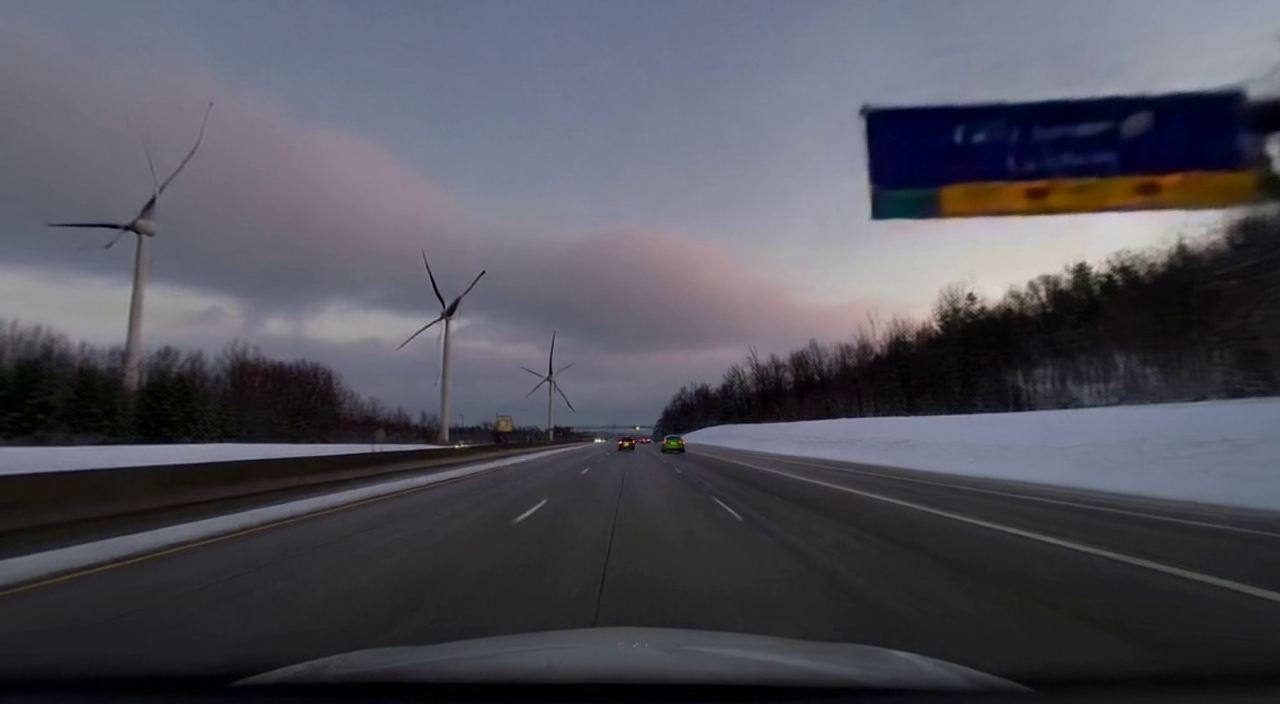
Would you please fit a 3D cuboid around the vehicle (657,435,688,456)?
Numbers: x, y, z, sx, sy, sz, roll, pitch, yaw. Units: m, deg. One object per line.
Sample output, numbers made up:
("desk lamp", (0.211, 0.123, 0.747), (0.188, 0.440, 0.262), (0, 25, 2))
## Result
("vehicle", (2.460, 7.254, 49.031), (2.041, 1.551, 3.974), (0, -8, -2))
